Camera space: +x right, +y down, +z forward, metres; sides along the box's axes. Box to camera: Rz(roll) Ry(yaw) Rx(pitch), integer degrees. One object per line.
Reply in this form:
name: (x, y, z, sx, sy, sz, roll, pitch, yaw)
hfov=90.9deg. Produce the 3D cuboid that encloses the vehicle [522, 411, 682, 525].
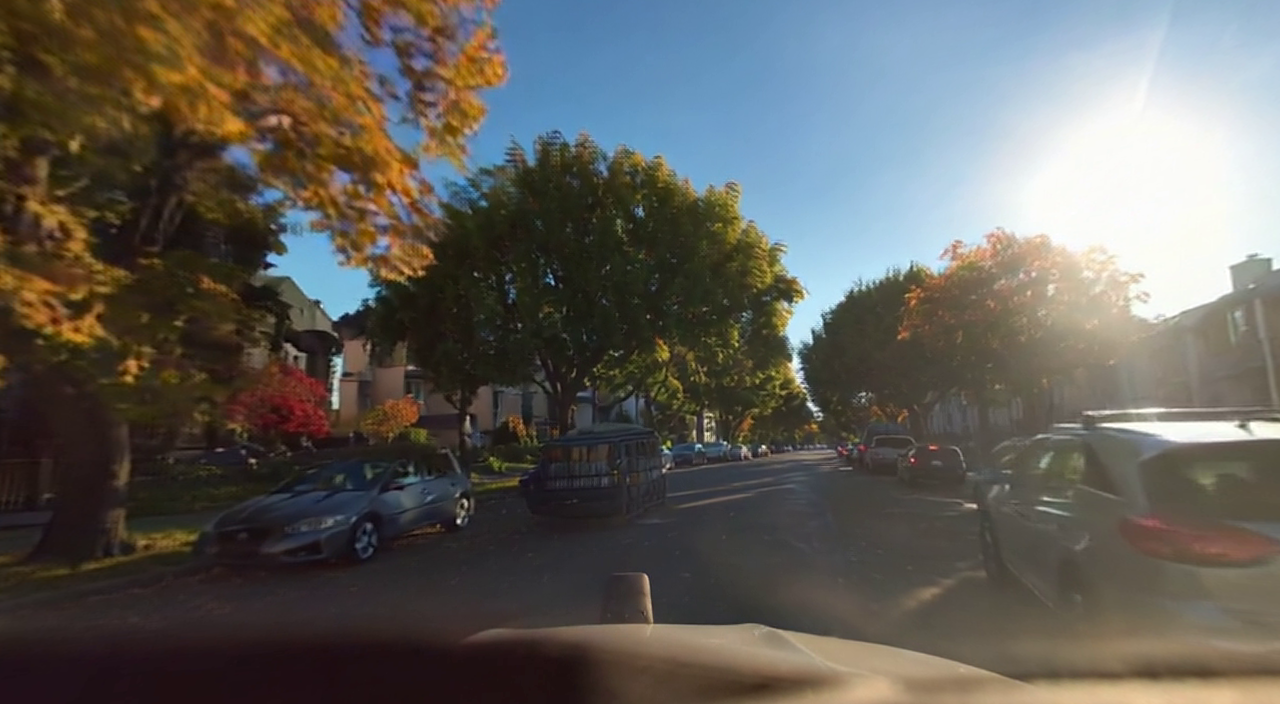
vehicle: (-0.583, 2.515, 14.201, 2.197, 2.047, 4.985, -2, -9, 13)

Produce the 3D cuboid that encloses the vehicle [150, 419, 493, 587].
vehicle: (-4.083, 1.988, 9.244, 2.002, 1.774, 4.568, -2, -9, 11)

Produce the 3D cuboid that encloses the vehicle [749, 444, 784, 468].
vehicle: (8.495, 6.905, 42.101, 1.971, 1.476, 4.593, -3, -9, 15)

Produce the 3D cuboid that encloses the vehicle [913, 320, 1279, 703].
vehicle: (3.467, 1.087, 4.183, 2.055, 1.717, 5.172, -2, -9, 13)
